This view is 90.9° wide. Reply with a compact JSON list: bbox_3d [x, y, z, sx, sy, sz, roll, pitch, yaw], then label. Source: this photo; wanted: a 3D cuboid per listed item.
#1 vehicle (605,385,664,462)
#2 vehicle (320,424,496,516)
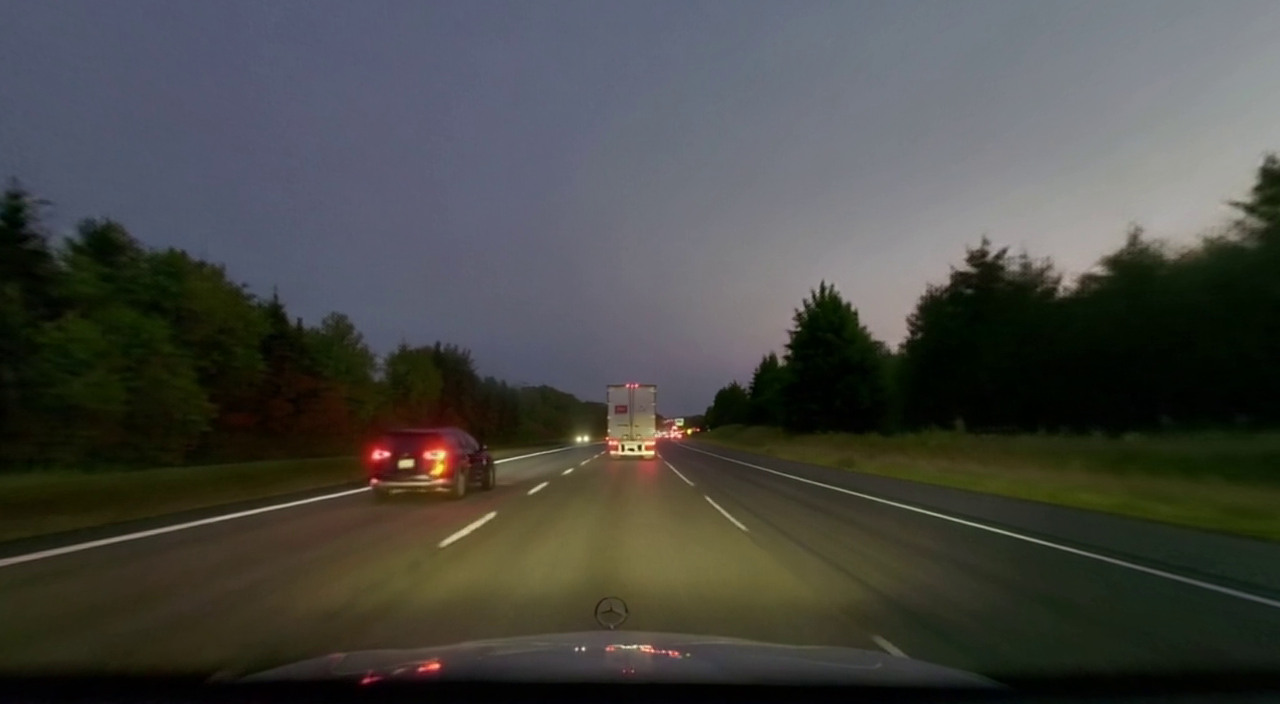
[{"bbox_3d":[-0.396,4.022,34.750,2.855,3.741,8.587,0,-8,-2],"label":"vehicle"},{"bbox_3d":[-4.242,2.196,12.315,1.931,1.479,4.083,0,-8,-1],"label":"vehicle"}]
